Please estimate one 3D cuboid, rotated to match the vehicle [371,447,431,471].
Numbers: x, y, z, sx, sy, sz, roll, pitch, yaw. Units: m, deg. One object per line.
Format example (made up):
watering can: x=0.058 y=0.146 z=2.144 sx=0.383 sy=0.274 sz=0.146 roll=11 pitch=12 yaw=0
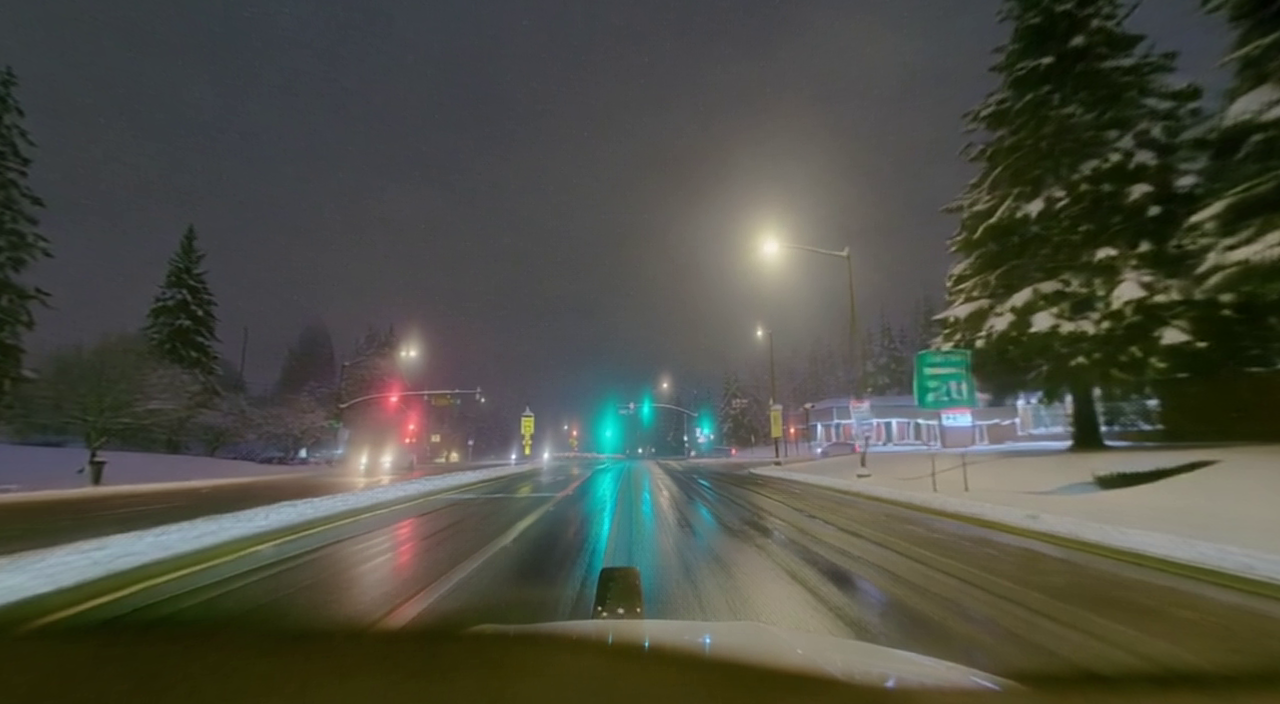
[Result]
vehicle: x=-15.808 y=7.060 z=42.048 sx=1.911 sy=1.478 sz=4.601 roll=-1 pitch=-8 yaw=4
